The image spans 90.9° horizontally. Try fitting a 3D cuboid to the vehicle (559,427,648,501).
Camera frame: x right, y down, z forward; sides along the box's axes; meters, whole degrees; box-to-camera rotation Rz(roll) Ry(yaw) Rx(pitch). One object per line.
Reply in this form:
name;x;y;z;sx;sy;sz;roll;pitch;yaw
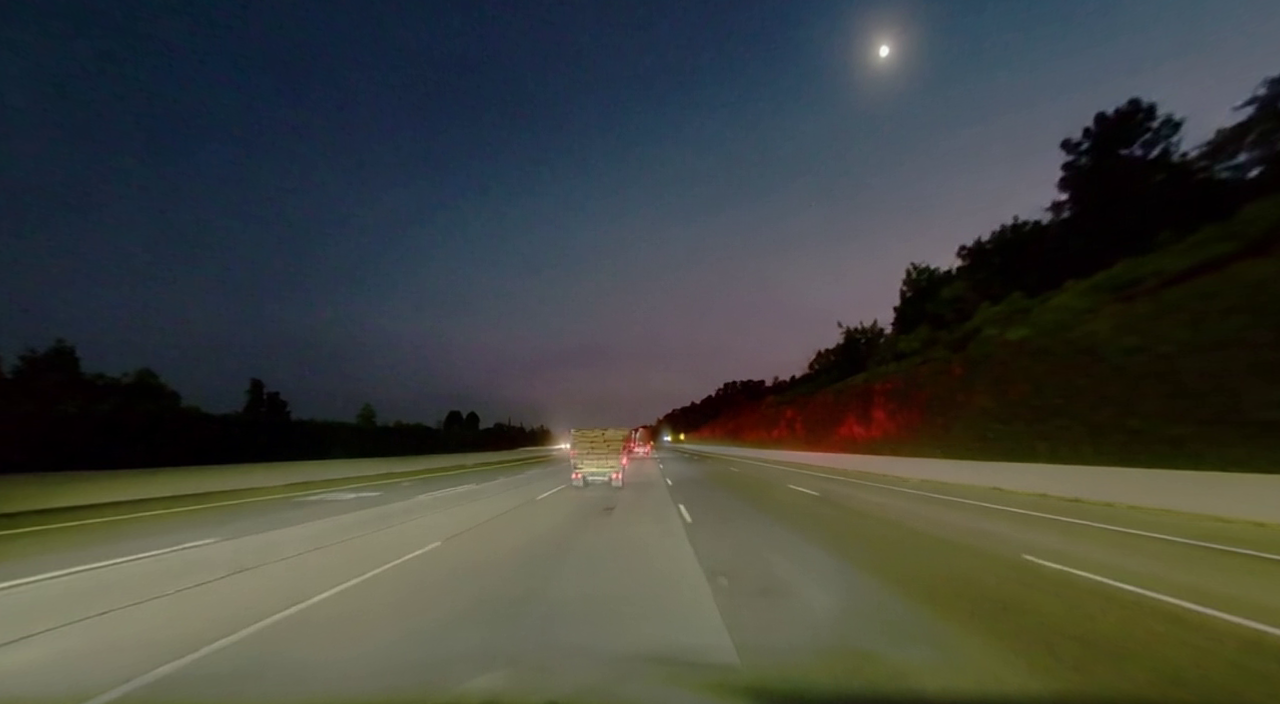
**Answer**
vehicle;-0.854;3.052;17.561;2.114;1.787;4.365;0;-8;1
